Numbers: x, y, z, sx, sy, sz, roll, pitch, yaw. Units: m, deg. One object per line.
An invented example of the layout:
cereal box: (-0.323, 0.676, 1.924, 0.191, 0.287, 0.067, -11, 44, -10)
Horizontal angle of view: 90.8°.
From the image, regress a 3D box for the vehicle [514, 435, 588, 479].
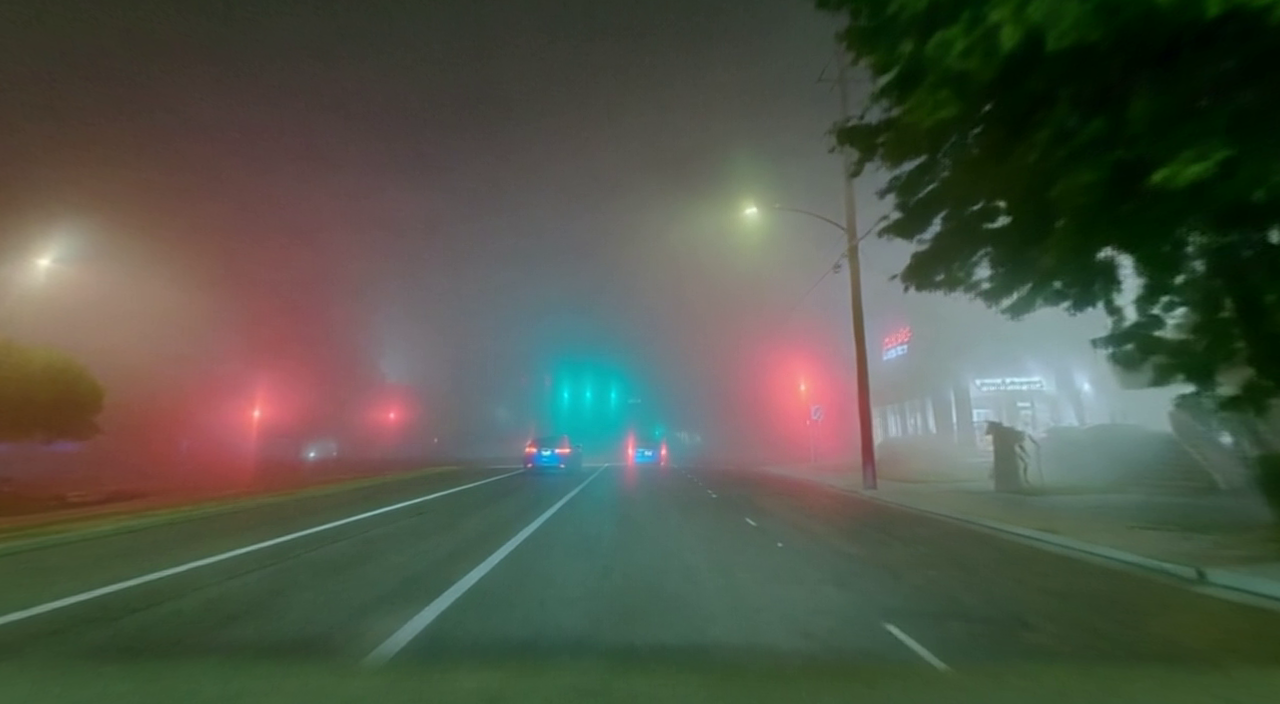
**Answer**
vehicle: (-3.210, 3.889, 23.621, 2.032, 1.467, 4.411, 0, -8, 1)

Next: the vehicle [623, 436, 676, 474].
vehicle: (0.357, 4.263, 26.433, 2.059, 1.456, 4.047, 0, -8, 0)
